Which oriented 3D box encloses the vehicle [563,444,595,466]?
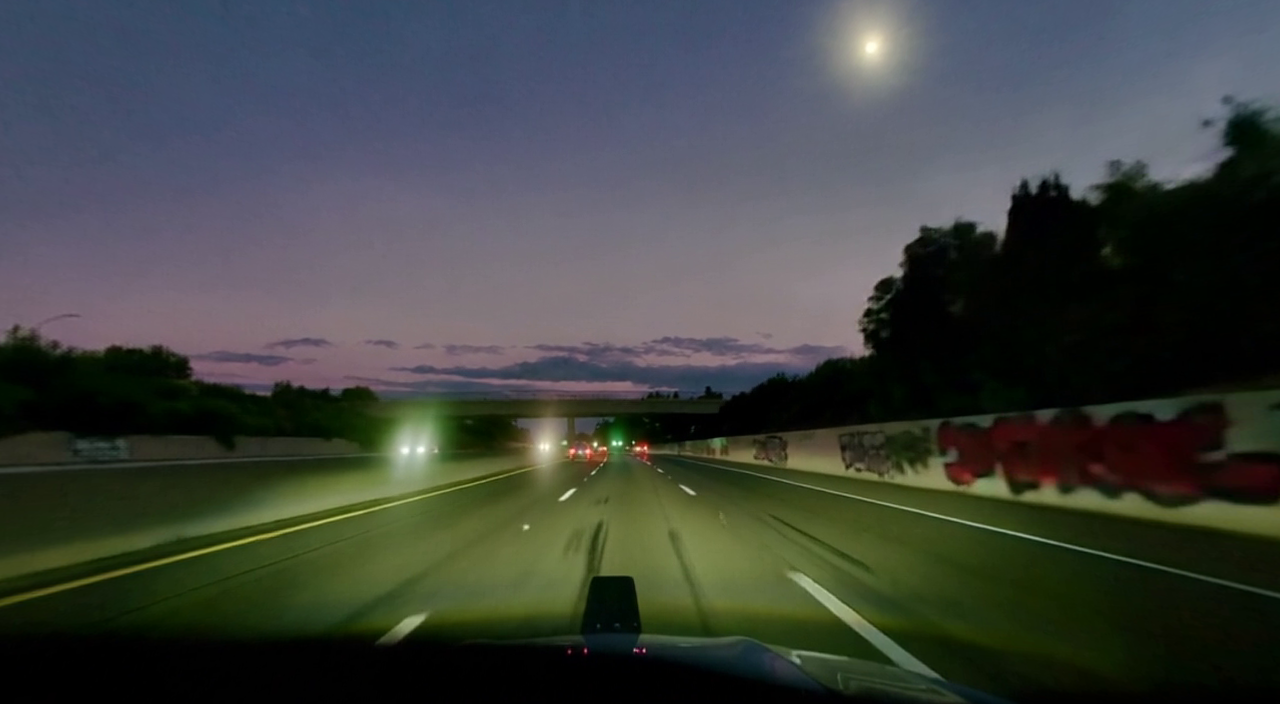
[{"bbox_3d":[-4.211,7.179,43.917,1.871,1.459,3.771,0,-9,-1],"label":"vehicle"}]
